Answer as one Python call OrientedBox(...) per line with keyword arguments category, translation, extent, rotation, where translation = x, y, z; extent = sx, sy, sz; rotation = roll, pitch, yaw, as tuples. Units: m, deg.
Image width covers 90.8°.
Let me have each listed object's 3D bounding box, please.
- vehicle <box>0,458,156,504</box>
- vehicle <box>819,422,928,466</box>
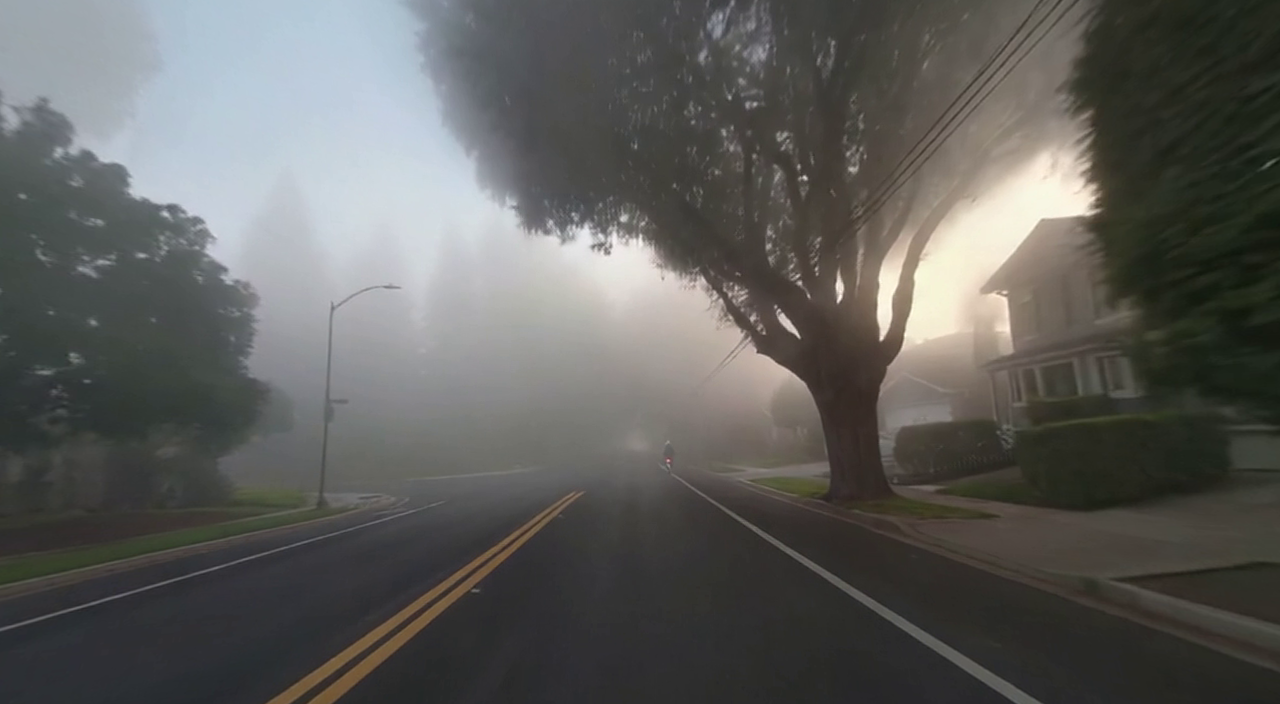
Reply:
OrientedBox(category="vehicle", translation=(-21.567, 4.836, 24.104), extent=(1.852, 1.462, 4.585), rotation=(-3, -9, 18))
OrientedBox(category="vehicle", translation=(10.331, 4.111, 28.229), extent=(4.146, 1.866, 1.897), rotation=(-1, -9, 5))
